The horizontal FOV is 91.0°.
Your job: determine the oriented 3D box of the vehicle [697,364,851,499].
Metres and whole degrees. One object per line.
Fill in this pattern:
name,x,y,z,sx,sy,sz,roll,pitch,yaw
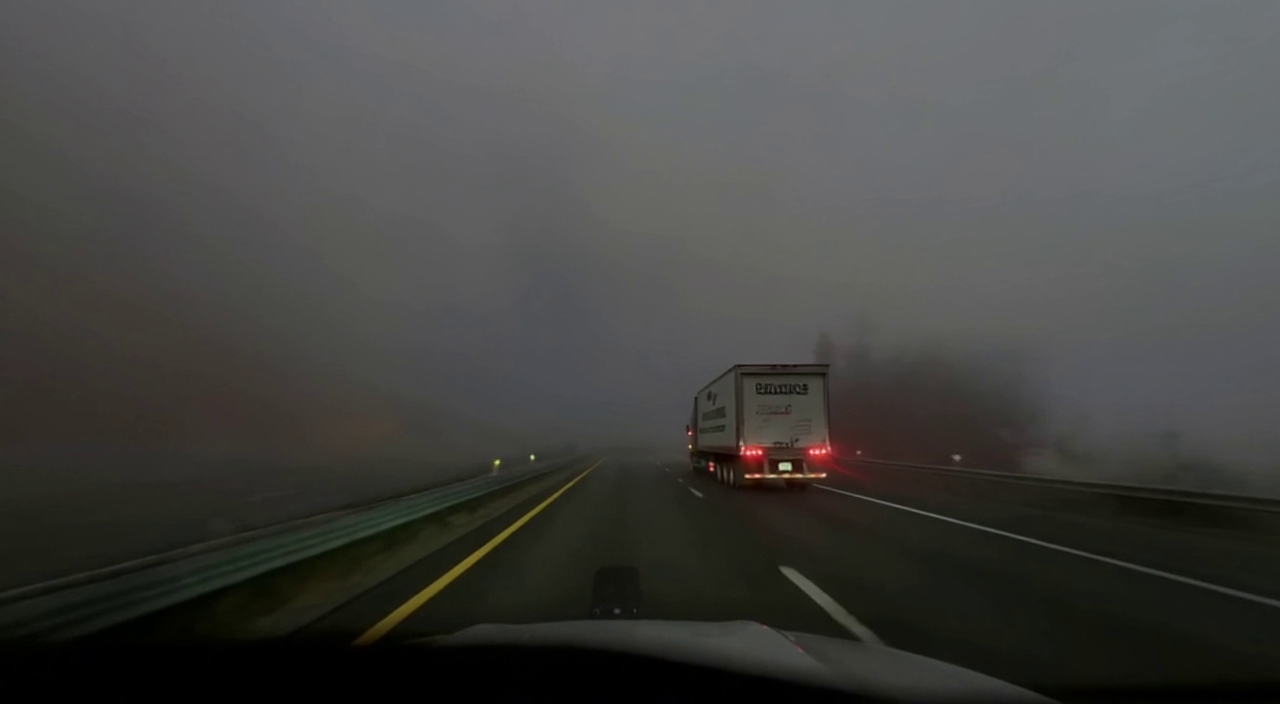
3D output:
vehicle,3.498,2.375,18.568,2.702,3.193,7.196,0,-8,-2
